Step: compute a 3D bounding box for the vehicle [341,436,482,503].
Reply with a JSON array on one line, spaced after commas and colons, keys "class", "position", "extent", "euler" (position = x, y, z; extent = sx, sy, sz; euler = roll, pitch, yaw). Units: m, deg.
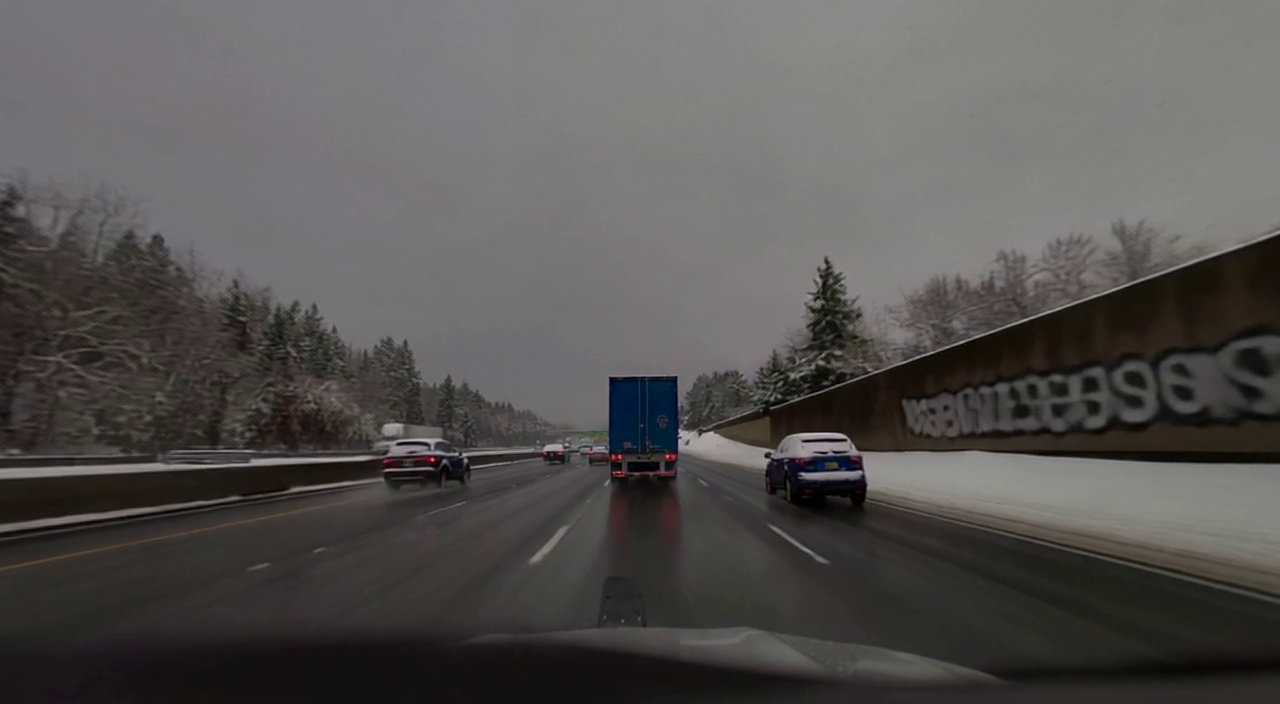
[{"class": "vehicle", "position": [-6.337, 3.321, 18.265], "extent": [2.134, 1.662, 4.851], "euler": [-1, -9, 2]}]

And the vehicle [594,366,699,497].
[{"class": "vehicle", "position": [0.120, 2.960, 22.557], "extent": [2.915, 3.661, 9.741], "euler": [0, -9, -1]}]

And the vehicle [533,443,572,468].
[{"class": "vehicle", "position": [-6.027, 7.164, 43.756], "extent": [2.005, 1.607, 4.042], "euler": [-1, -9, 2]}]

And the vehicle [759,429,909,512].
[{"class": "vehicle", "position": [4.447, 2.799, 15.311], "extent": [2.205, 1.689, 4.403], "euler": [0, -9, 0]}]
